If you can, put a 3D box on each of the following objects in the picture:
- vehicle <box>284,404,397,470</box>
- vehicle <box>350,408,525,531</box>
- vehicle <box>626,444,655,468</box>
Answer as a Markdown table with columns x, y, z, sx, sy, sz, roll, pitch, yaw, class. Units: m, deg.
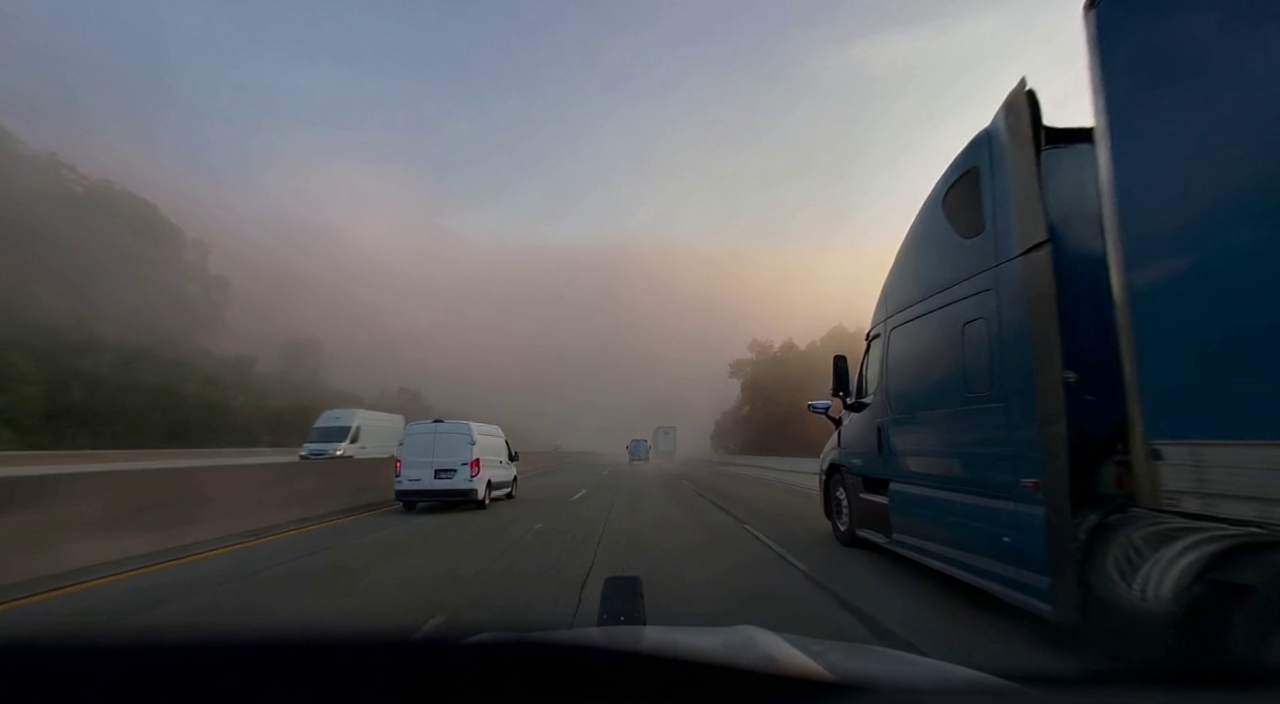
| x | y | z | sx | sy | sz | roll | pitch | yaw | class |
| --- | --- | --- | --- | --- | --- | --- | --- | --- | --- |
| -18.911 | 5.590 | 40.703 | 2.879 | 3.766 | 8.952 | 0 | -9 | 0 | vehicle |
| -3.770 | 2.308 | 12.801 | 1.955 | 2.004 | 4.792 | 0 | -9 | 0 | vehicle |
| -0.007 | 8.109 | 49.377 | 2.166 | 1.747 | 4.299 | 0 | -9 | 0 | vehicle |
